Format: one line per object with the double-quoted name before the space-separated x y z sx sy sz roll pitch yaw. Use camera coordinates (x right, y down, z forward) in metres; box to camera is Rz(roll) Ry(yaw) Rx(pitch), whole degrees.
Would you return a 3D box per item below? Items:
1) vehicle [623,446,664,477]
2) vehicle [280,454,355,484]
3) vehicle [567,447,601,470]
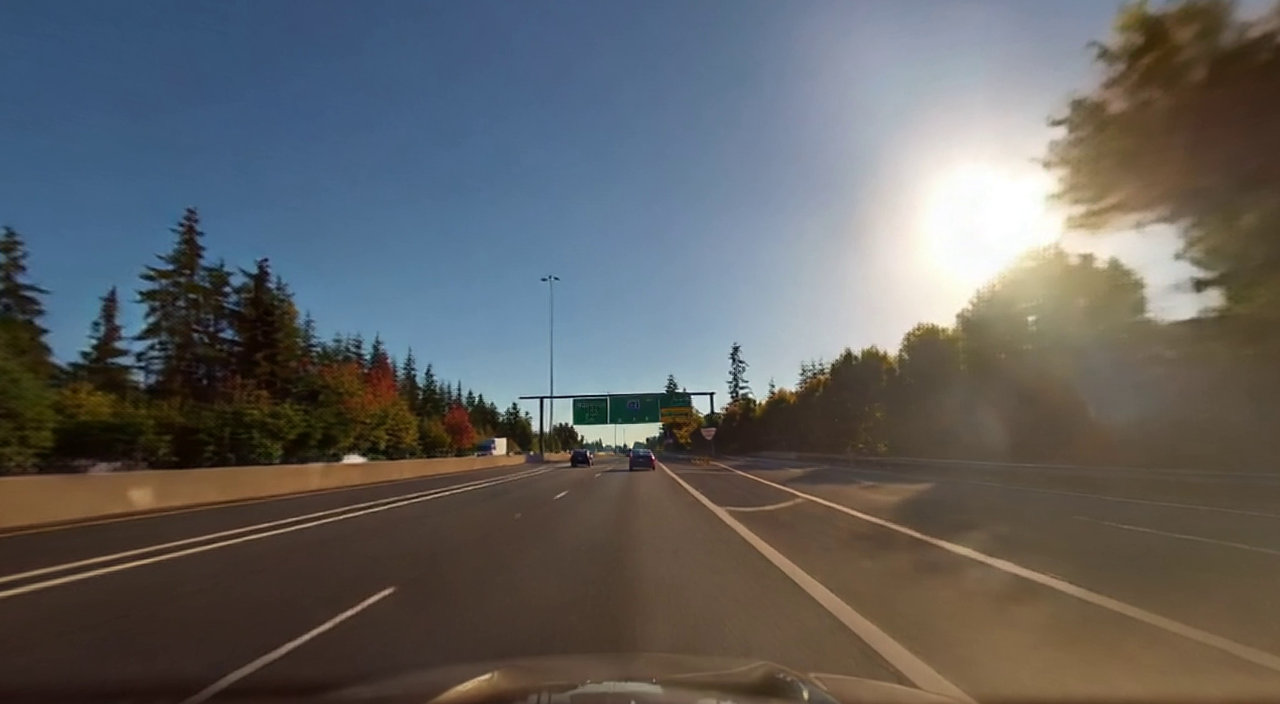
"vehicle" 0.154 5.600 32.437 2.002 1.449 3.612 0 -9 -1
"vehicle" -17.605 6.376 34.637 1.764 1.469 4.272 0 -9 1
"vehicle" -3.761 7.218 42.911 1.877 1.504 3.799 0 -9 1
